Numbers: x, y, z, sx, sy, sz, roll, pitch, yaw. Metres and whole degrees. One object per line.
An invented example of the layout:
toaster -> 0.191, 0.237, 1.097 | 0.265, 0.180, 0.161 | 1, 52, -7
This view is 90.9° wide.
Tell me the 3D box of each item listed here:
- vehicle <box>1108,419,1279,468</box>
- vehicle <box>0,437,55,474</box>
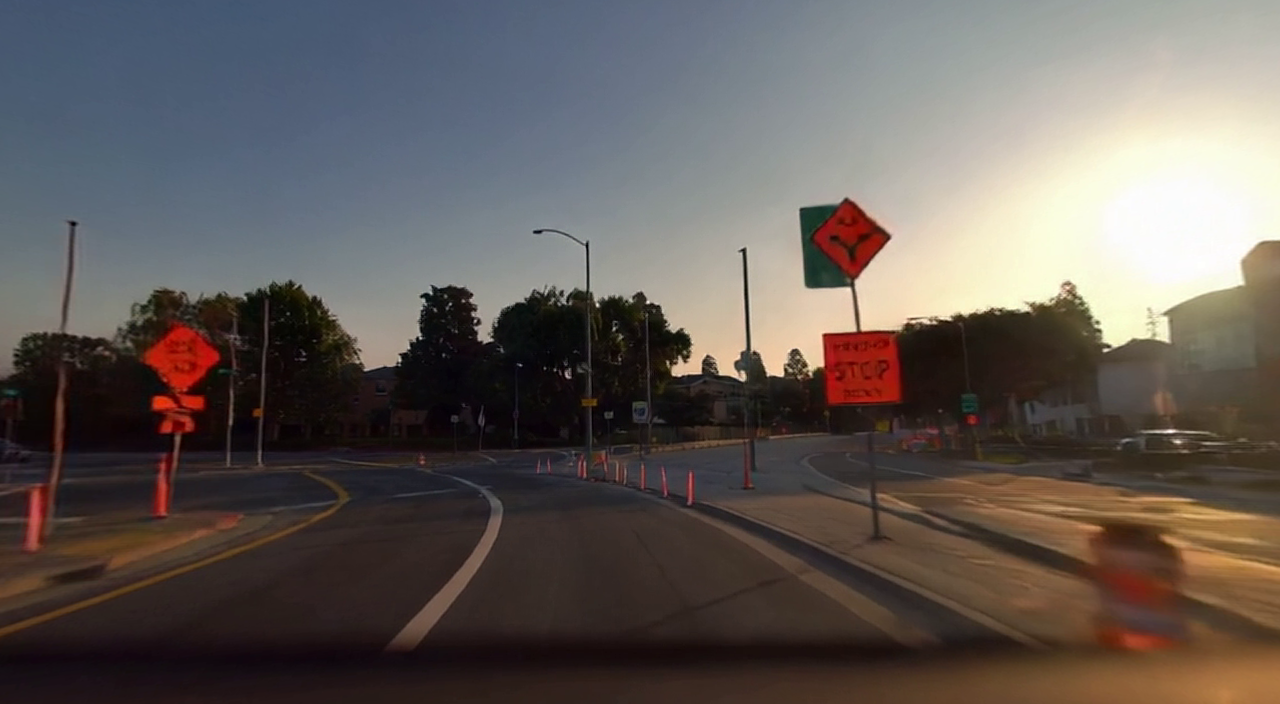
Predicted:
vehicle -> 21.054, 3.490, 24.049 | 4.615, 1.738, 1.990 | -1, -9, 9
vehicle -> -31.548, 5.207, 31.878 | 4.292, 1.734, 2.159 | -7, -11, 40
